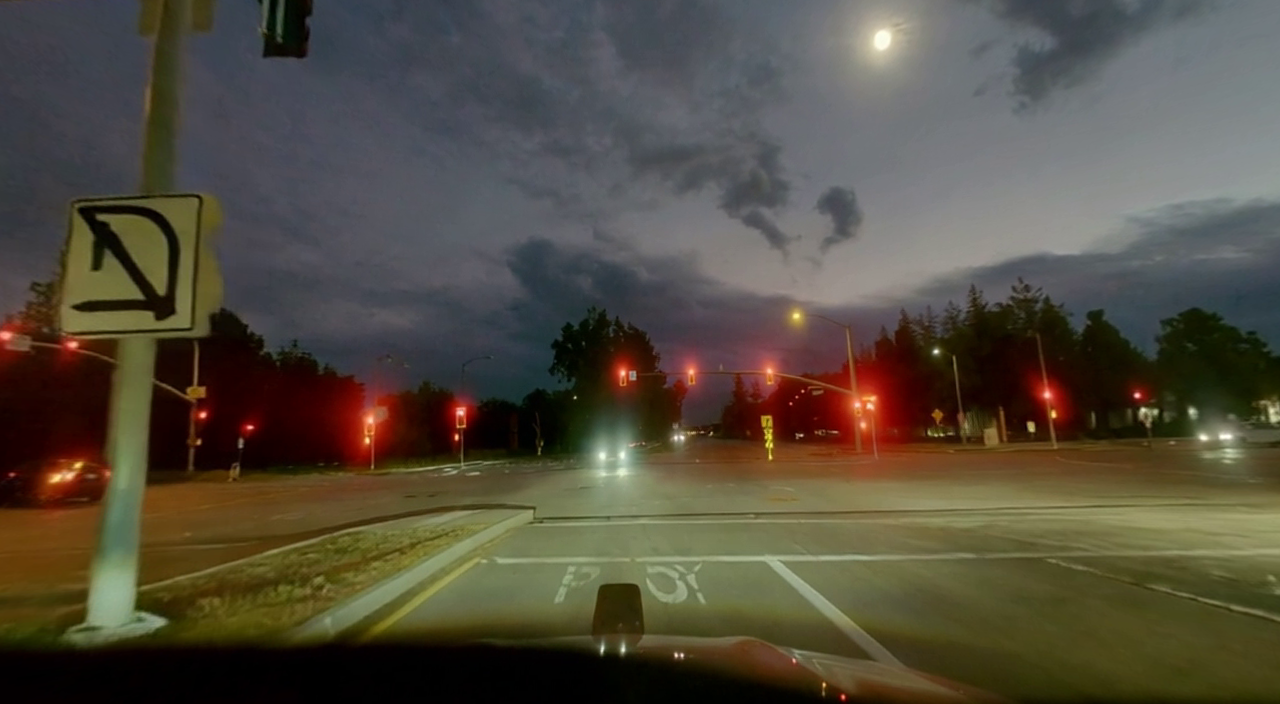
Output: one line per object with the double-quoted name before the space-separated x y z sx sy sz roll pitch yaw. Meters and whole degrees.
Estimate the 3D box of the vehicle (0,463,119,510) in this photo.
"vehicle" -24.482 5.416 25.712 4.706 1.734 2.253 -1 -9 6

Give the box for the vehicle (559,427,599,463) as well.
"vehicle" -4.630 7.220 48.888 2.522 2.605 6.598 0 -9 -1

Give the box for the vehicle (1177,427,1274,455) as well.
"vehicle" 40.082 6.144 43.456 2.173 1.751 4.931 -1 -9 5
